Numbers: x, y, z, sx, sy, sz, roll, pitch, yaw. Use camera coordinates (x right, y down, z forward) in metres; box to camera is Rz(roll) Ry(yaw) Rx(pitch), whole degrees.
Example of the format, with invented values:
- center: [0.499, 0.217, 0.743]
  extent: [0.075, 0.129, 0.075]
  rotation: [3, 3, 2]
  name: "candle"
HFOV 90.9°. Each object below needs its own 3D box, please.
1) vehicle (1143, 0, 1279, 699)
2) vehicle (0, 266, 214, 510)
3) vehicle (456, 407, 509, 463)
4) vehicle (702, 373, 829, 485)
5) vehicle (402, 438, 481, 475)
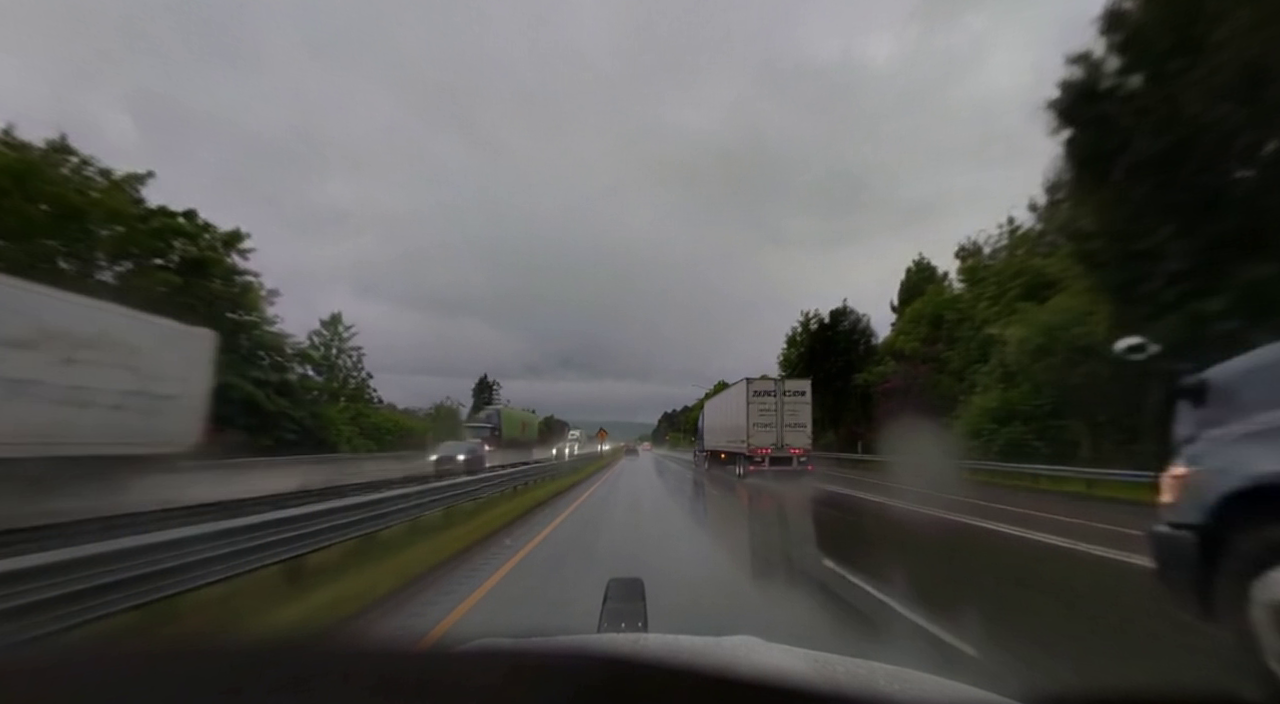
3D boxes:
- center: [4.887, -0.402, 2.590]
  extent: [3.007, 4.189, 2.696]
  rotation: [0, -9, 0]
  name: "vehicle"
- center: [-12.312, 0.304, 8.711]
  extent: [2.938, 4.080, 14.151]
  rotation: [0, -9, 0]
  name: "vehicle"
- center: [-11.900, 6.288, 47.761]
  extent: [3.293, 4.054, 2.389]
  rotation: [0, -9, 0]
  name: "vehicle"
- center: [5.218, 3.875, 30.001]
  extent: [2.983, 4.030, 14.444]
  rotation: [0, -9, 0]
  name: "vehicle"
- center: [-8.623, 4.607, 27.895]
  extent: [1.992, 1.497, 4.653]
  rotation: [0, -9, 0]
  name: "vehicle"
